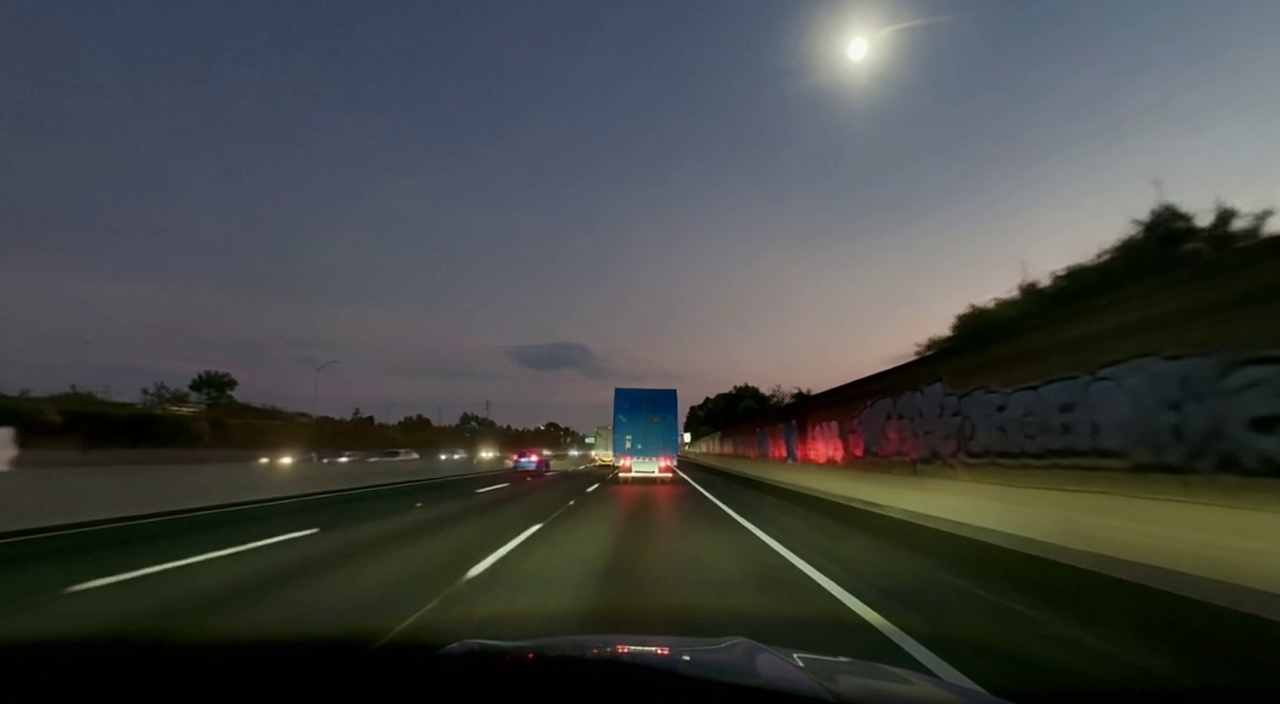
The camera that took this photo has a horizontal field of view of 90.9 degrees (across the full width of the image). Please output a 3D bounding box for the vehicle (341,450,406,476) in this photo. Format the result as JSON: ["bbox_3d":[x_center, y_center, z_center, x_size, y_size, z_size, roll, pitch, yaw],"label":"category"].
[{"bbox_3d":[-16.465,6.849,39.237,1.876,1.520,4.773,0,-9,1],"label":"vehicle"}]

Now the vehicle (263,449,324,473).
[{"bbox_3d":[-24.258,7.612,44.231,1.874,1.538,4.045,0,-9,2],"label":"vehicle"}]

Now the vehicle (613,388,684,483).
[{"bbox_3d":[0.416,4.383,32.471,2.997,4.069,10.871,0,-9,1],"label":"vehicle"}]

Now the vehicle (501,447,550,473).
[{"bbox_3d":[-7.093,6.749,39.607,1.998,1.529,4.850,0,-9,2],"label":"vehicle"}]
